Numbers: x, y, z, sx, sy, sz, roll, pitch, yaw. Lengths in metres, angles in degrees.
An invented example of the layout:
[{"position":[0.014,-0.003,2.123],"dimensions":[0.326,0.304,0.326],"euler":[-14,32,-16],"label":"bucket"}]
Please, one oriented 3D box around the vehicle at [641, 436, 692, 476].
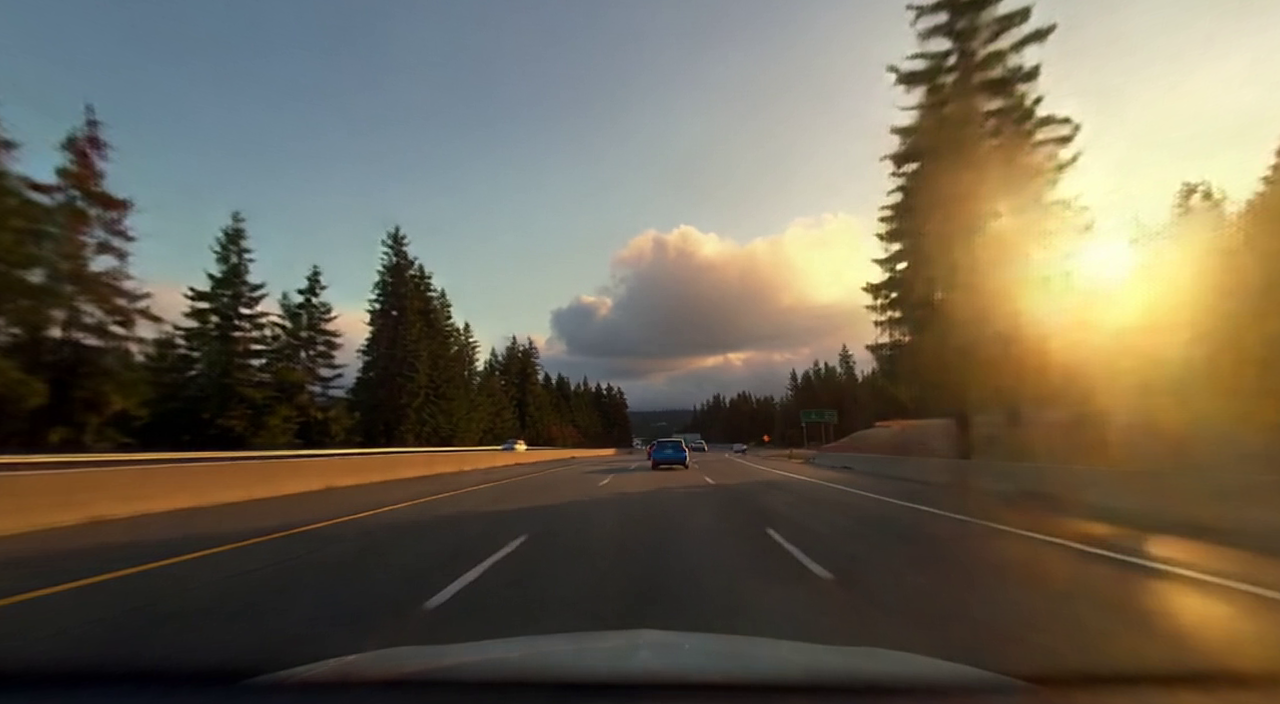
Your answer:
[{"position":[1.216,4.680,28.482],"dimensions":[2.133,1.686,4.203],"euler":[-1,-8,3],"label":"vehicle"}]
